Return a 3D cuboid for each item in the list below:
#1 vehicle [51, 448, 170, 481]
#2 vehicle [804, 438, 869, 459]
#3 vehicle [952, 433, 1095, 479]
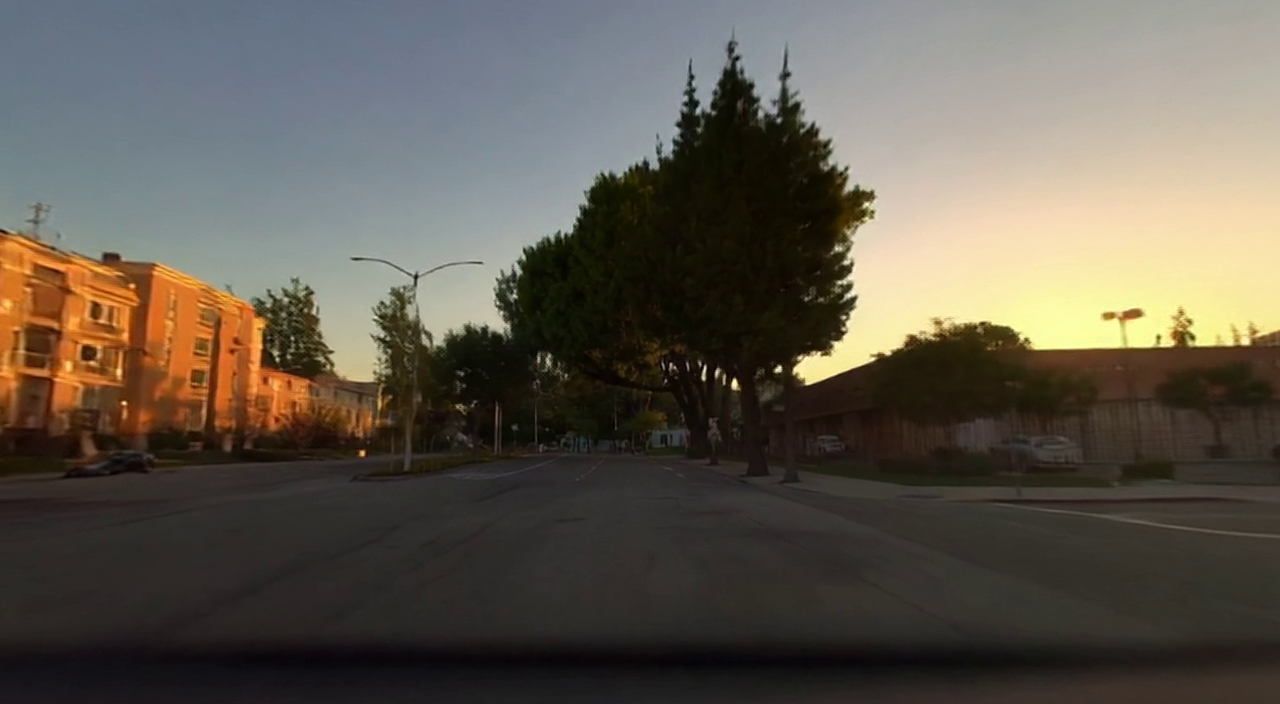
[{"bbox_3d":[-26.172,5.551,31.499,1.828,1.448,4.689,1,-8,1],"label":"vehicle"},{"bbox_3d":[14.583,7.217,47.129,4.198,1.561,1.937,0,-10,1],"label":"vehicle"},{"bbox_3d":[15.089,4.084,25.024,4.268,1.589,2.156,-1,-7,-5],"label":"vehicle"}]
